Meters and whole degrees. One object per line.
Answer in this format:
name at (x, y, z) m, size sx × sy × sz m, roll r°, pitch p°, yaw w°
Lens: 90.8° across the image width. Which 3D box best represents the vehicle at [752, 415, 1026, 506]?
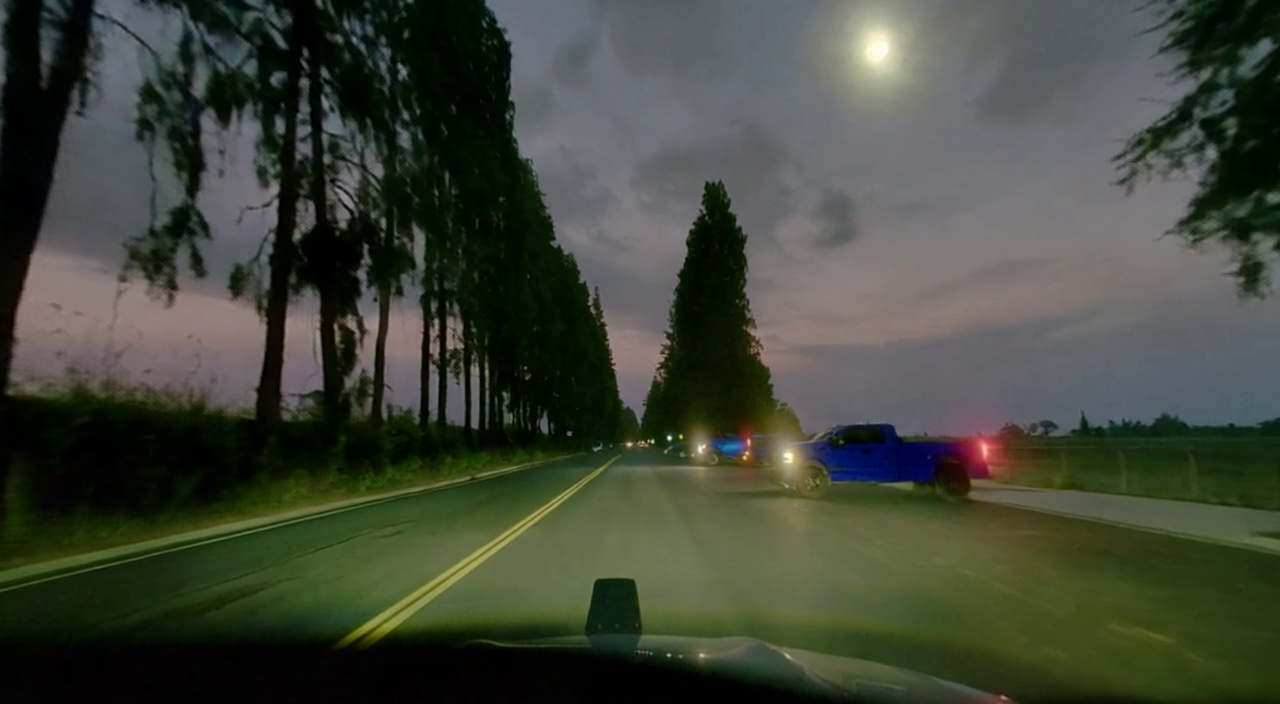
vehicle at (5.969, 2.688, 15.901) m, size 5.797 × 2.070 × 2.502 m, roll 0°, pitch -8°, yaw -1°
